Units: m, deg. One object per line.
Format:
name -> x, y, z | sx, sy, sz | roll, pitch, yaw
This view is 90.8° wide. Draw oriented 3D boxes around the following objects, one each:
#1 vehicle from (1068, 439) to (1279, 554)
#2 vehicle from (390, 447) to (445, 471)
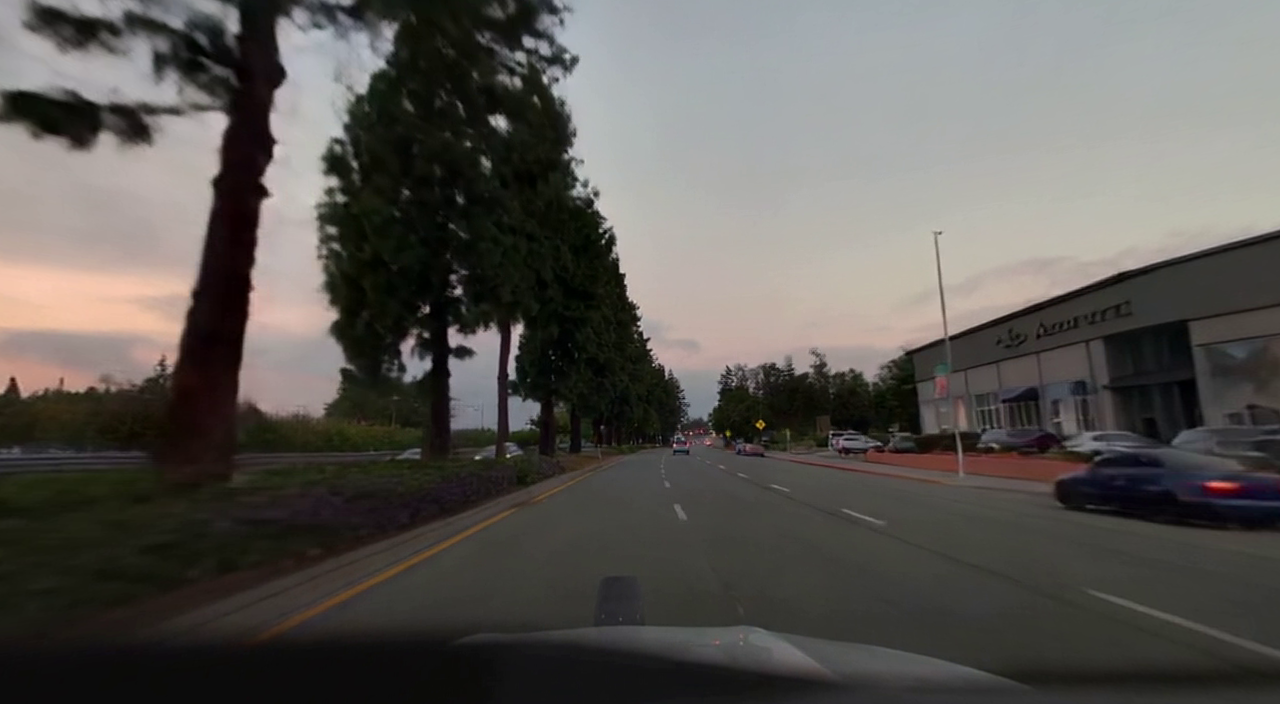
vehicle -> 9.255, 2.161, 10.059 | 1.920, 1.456, 4.402 | -1, -9, 3
vehicle -> -14.247, 6.869, 40.720 | 1.850, 1.453, 4.648 | 0, -9, 1
